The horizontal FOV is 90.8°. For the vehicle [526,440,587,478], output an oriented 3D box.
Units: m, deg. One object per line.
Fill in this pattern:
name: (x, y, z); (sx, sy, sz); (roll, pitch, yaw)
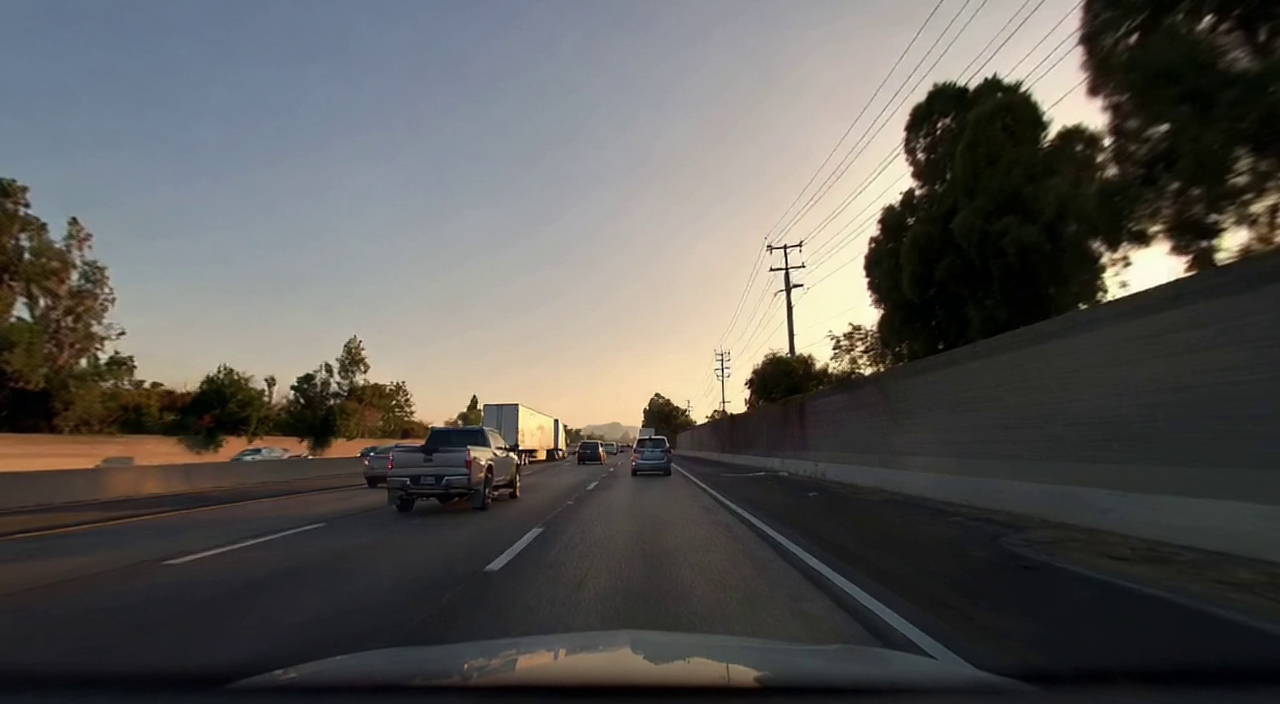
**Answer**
vehicle: (-3.426, 4.489, 26.758); (1.870, 1.485, 4.304); (0, -9, 2)

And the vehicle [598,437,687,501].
vehicle: (0.057, 3.042, 16.794); (2.089, 1.477, 3.818); (0, -9, 0)

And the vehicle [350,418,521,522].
vehicle: (-3.814, 2.283, 12.708); (1.923, 1.716, 4.289); (0, -9, 1)

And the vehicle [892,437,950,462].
vehicle: (18.546, 6.468, 41.908); (1.936, 1.591, 4.362); (0, -8, 2)
